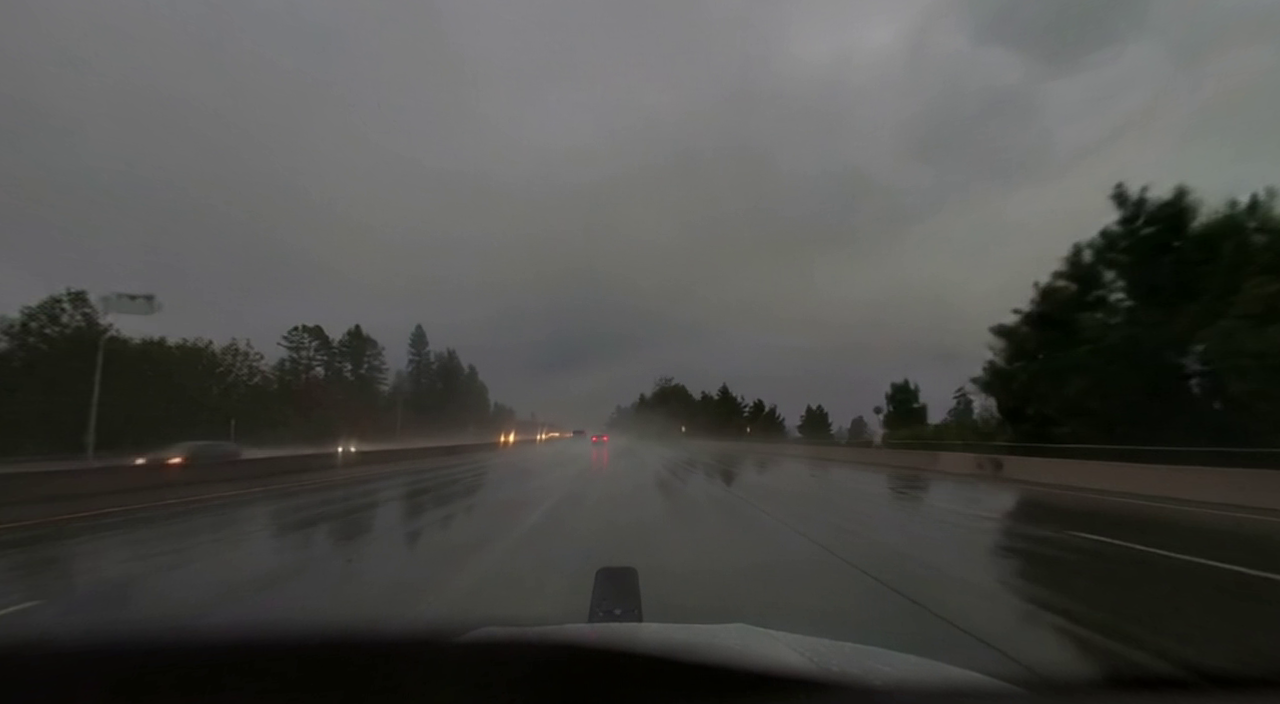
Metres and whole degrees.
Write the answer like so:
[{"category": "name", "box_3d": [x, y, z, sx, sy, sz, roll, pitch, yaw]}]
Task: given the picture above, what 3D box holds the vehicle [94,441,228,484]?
[{"category": "vehicle", "box_3d": [-19.146, 4.413, 25.467, 1.874, 1.524, 4.574, 0, -8, -1]}]
